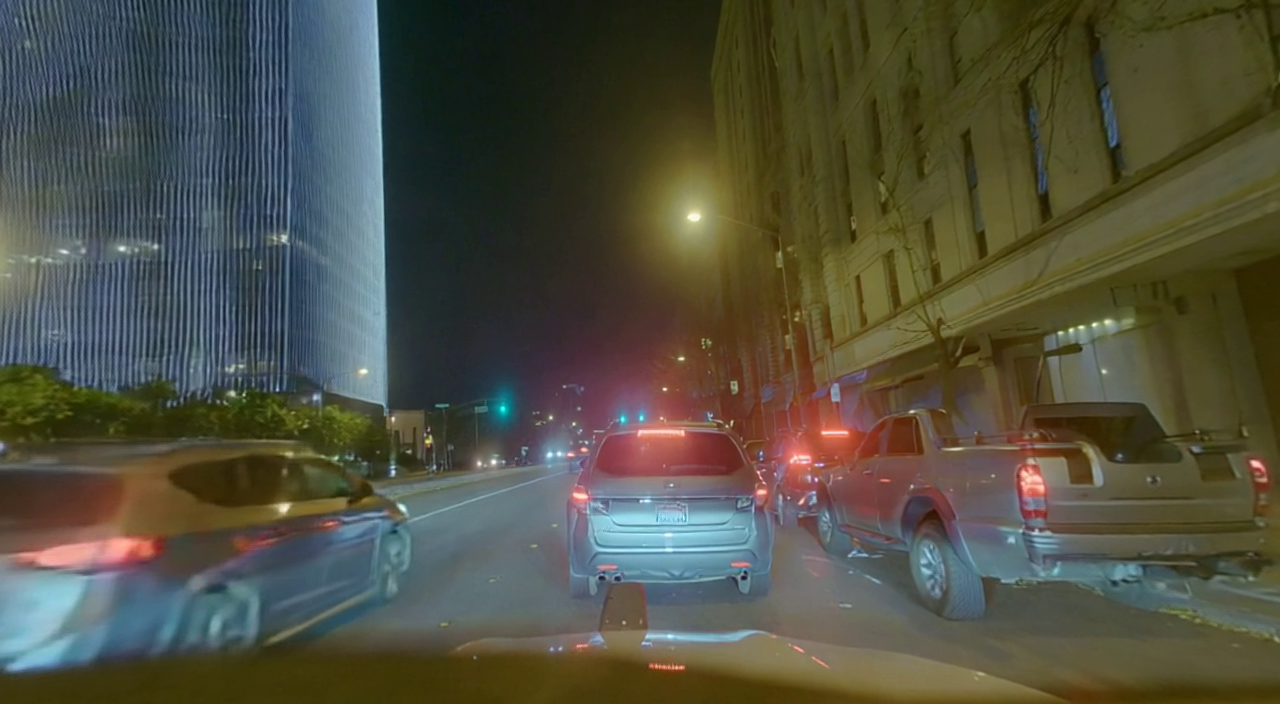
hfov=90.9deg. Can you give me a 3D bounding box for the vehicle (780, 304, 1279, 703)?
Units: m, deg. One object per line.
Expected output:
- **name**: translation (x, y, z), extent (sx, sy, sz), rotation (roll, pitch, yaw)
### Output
- **vehicle**: translation (2.748, 1.078, 4.921), extent (2.117, 1.855, 4.794), rotation (0, -9, -1)

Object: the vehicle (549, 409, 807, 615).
- **vehicle**: translation (0.239, 1.543, 6.869), extent (2.045, 1.608, 3.573), rotation (0, -9, -2)

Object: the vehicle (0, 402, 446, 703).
- **vehicle**: translation (-3.046, 1.215, 4.020), extent (2.088, 1.483, 4.708), rotation (0, -9, 0)
